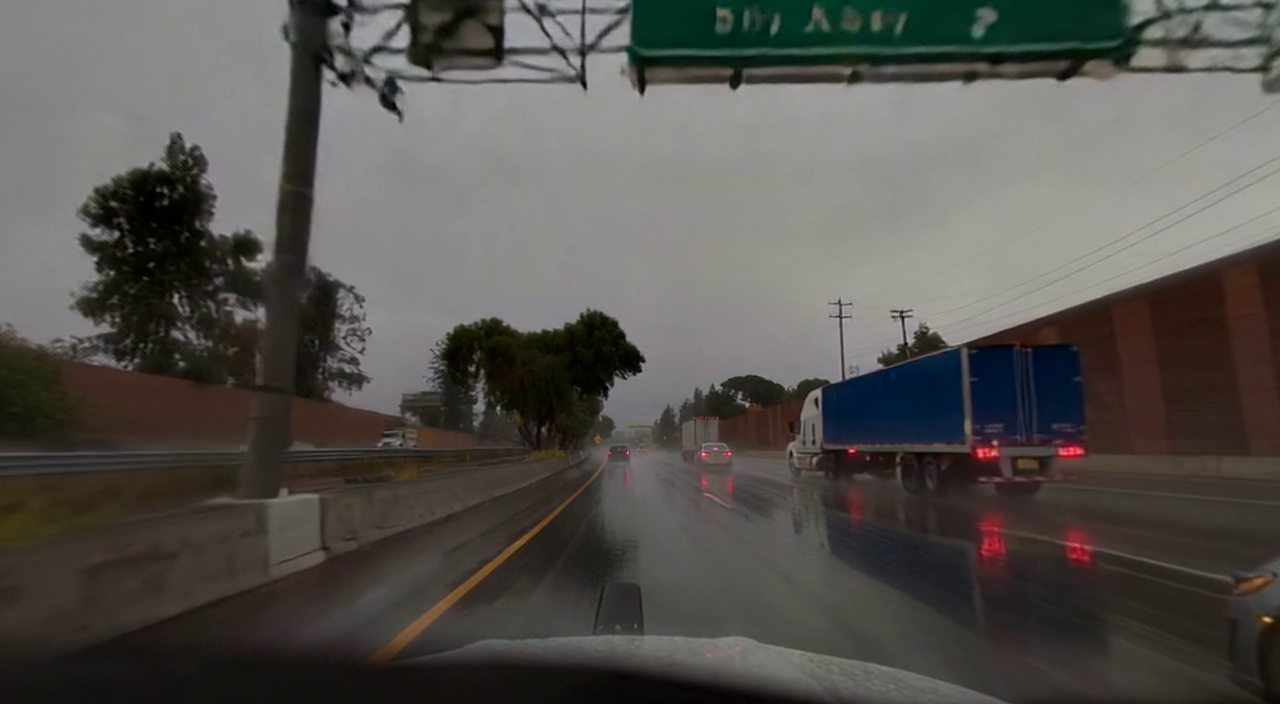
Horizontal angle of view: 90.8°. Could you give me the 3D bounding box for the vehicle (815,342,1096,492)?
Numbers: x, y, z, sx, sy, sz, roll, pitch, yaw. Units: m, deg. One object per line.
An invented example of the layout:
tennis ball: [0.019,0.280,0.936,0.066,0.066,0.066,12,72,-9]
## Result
vehicle: [10.856,2.919,25.264,2.914,4.134,15.553,0,-9,-1]

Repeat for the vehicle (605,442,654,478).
vehicle: [-0.491,4.882,28.791,2.083,1.477,3.965,0,-9,-2]

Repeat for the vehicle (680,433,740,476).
vehicle: [3.189,4.821,29.862,2.114,1.849,4.692,0,-9,-2]

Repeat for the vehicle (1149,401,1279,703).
vehicle: [3.507,0.701,0.986,1.922,1.465,4.165,0,-9,0]
